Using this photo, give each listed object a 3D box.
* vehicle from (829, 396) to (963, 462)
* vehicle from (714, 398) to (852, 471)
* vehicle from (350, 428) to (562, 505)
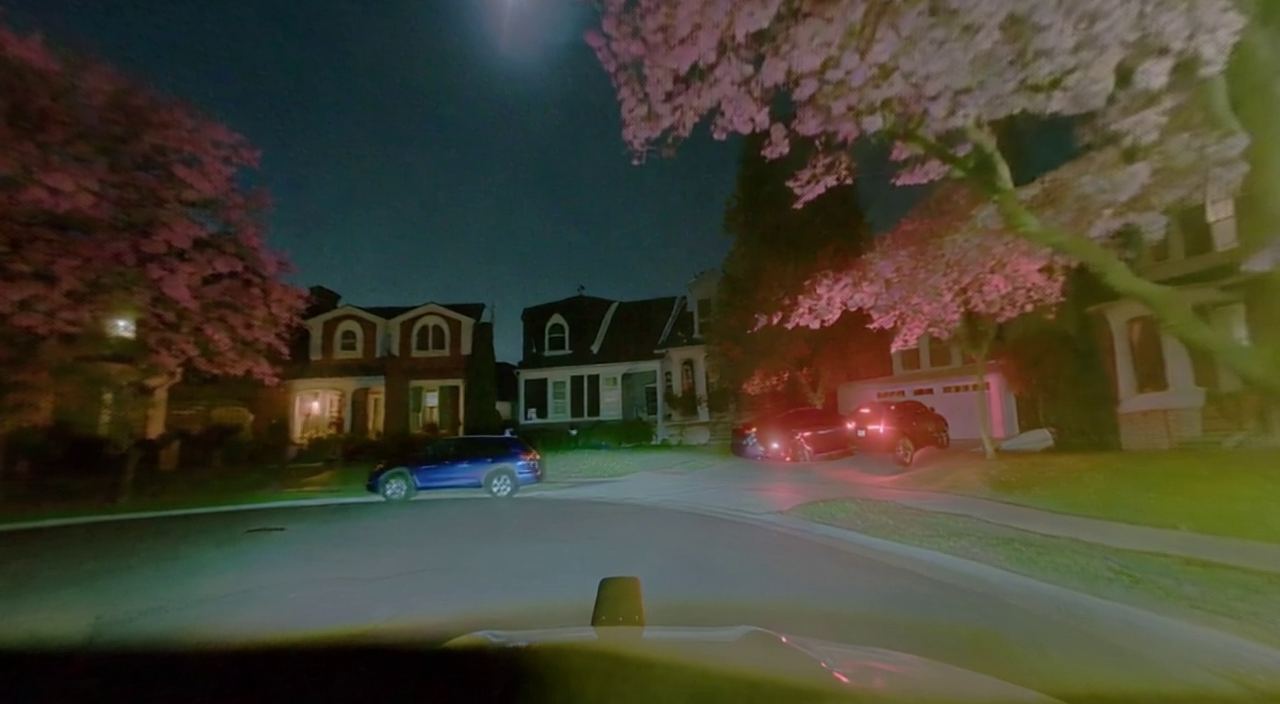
[{"bbox_3d":[7.973,2.342,19.458,2.152,1.773,4.495,-9,-10,44],"label":"vehicle"},{"bbox_3d":[4.612,2.554,19.982,2.310,1.701,4.280,-10,-6,41],"label":"vehicle"},{"bbox_3d":[-4.703,2.974,16.610,4.815,1.827,2.147,-2,-9,9],"label":"vehicle"}]
